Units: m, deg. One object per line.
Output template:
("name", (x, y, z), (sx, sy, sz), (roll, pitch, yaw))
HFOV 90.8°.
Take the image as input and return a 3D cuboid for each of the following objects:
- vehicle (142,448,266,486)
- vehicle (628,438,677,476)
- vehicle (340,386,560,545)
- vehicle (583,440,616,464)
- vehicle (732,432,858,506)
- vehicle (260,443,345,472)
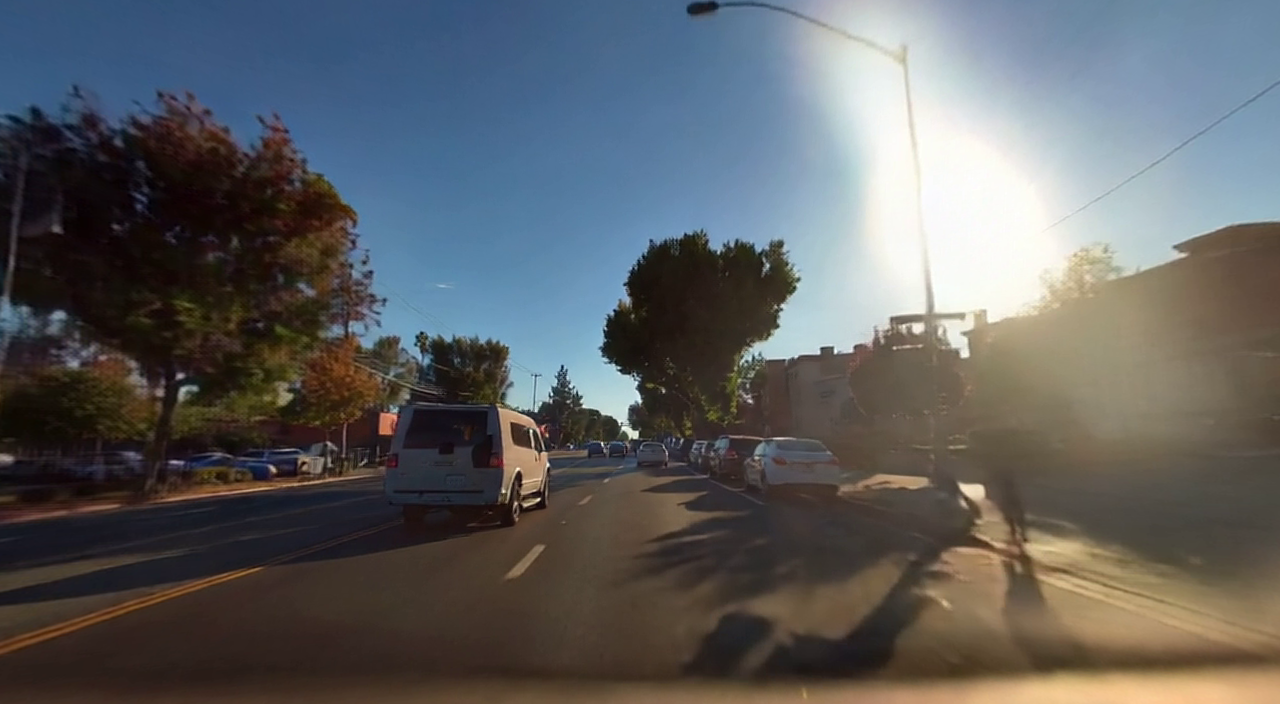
("vehicle", (-23.089, 6.076, 33.585), (5.075, 1.581, 2.063), (-3, -8, -2))
("vehicle", (0.519, 4.891, 29.697), (2.126, 1.657, 4.132), (0, -9, -1))
("vehicle", (-2.878, 1.897, 11.107), (2.213, 2.123, 5.124), (0, -9, 0))
("vehicle", (-2.913, 7.300, 46.288), (2.028, 1.689, 4.162), (0, -9, 1))
("vehicle", (3.834, 2.995, 16.638), (1.947, 1.646, 4.782), (0, -9, -2))
("vehicle", (-23.970, 7.497, 45.021), (4.791, 1.928, 2.144), (0, -9, 1))
